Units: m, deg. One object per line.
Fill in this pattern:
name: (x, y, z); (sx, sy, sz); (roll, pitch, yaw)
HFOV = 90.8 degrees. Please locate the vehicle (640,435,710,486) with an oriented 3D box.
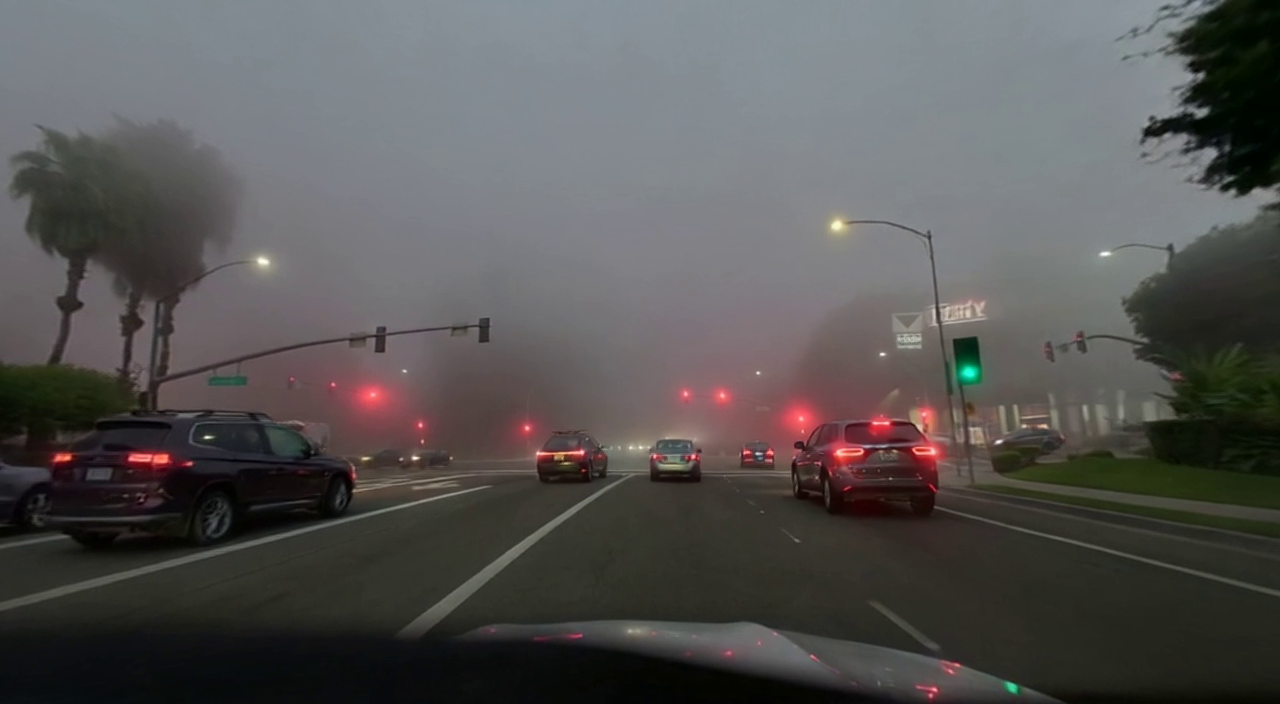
vehicle: (1.186, 3.505, 20.643); (2.057, 1.492, 3.825); (-1, -8, 5)

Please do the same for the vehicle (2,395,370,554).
vehicle: (-6.479, 1.811, 9.966); (2.127, 1.888, 4.637); (-1, -8, 4)

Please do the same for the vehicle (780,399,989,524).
vehicle: (4.386, 2.093, 12.508); (2.267, 1.931, 5.145); (-1, -8, 3)

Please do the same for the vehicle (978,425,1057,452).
vehicle: (28.227, 6.518, 47.425); (4.557, 1.848, 2.008); (-3, -9, 12)

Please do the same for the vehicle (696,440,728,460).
vehicle: (5.347, 7.183, 46.371); (1.956, 1.369, 3.686); (-2, -9, 12)

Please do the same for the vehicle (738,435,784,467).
vehicle: (6.204, 5.109, 32.722); (2.149, 1.532, 4.168); (-2, -8, 9)

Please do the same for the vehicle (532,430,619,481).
vehicle: (-2.337, 3.926, 24.296); (2.088, 1.746, 4.650); (-2, -8, 10)

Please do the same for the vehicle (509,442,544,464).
vehicle: (-7.949, 7.115, 44.713); (1.918, 1.443, 4.612); (0, -8, -4)
